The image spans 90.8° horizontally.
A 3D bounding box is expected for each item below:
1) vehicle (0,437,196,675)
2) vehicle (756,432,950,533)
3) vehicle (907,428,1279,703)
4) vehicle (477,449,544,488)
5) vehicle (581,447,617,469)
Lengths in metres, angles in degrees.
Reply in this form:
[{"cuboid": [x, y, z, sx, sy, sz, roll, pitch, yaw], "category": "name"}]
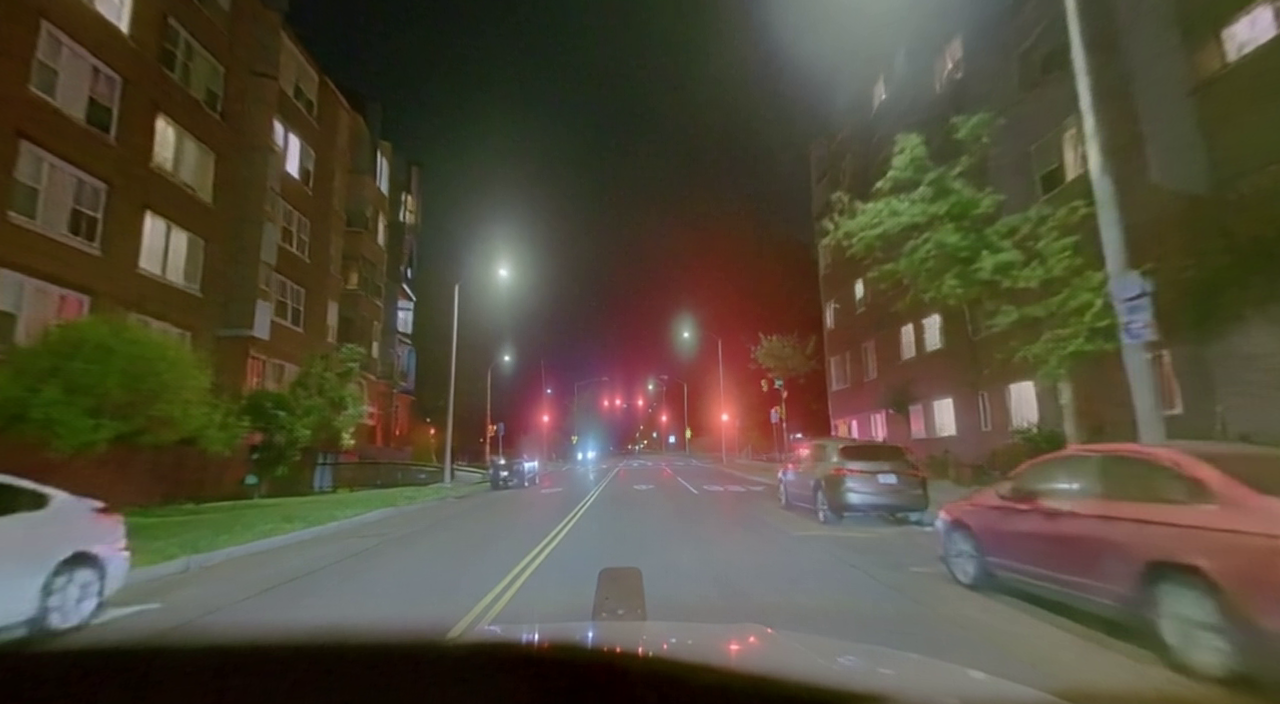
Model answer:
[{"cuboid": [-5.929, 1.509, 4.525, 2.142, 1.775, 4.428, 0, -9, 2], "category": "vehicle"}, {"cuboid": [4.015, 2.537, 13.004, 2.082, 1.662, 4.753, 0, -9, -4], "category": "vehicle"}, {"cuboid": [4.086, 1.344, 4.625, 2.298, 1.458, 4.483, 0, -9, 0], "category": "vehicle"}, {"cuboid": [-5.773, 5.232, 28.629, 1.947, 1.473, 4.397, -4, -9, 1], "category": "vehicle"}, {"cuboid": [-2.716, 7.141, 42.774, 2.029, 1.438, 4.313, 0, -9, 1], "category": "vehicle"}]
